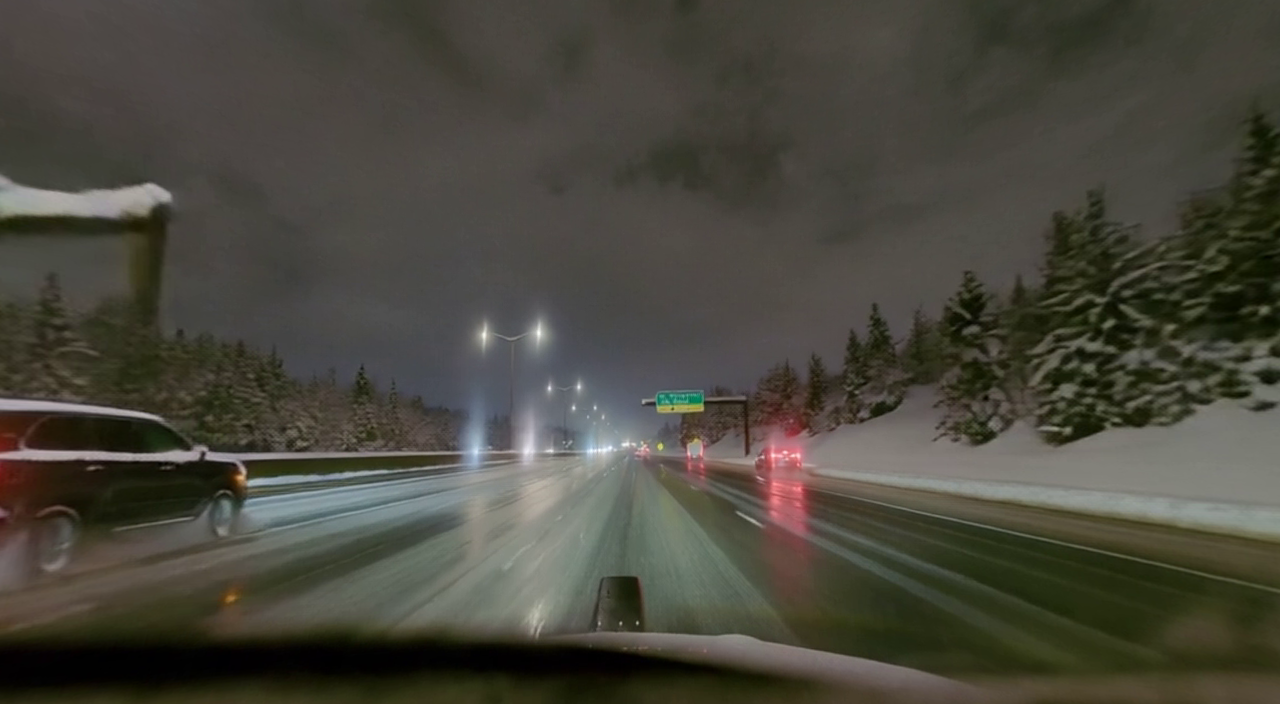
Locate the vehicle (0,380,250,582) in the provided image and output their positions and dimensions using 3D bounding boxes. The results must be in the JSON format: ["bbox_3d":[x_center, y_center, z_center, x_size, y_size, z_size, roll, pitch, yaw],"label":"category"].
[{"bbox_3d":[-7.630,1.503,7.651,2.431,2.005,5.166,0,-9,0],"label":"vehicle"}]

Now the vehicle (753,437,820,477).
[{"bbox_3d":[7.052,5.091,30.777,2.167,1.781,4.340,0,-9,-1],"label":"vehicle"}]
